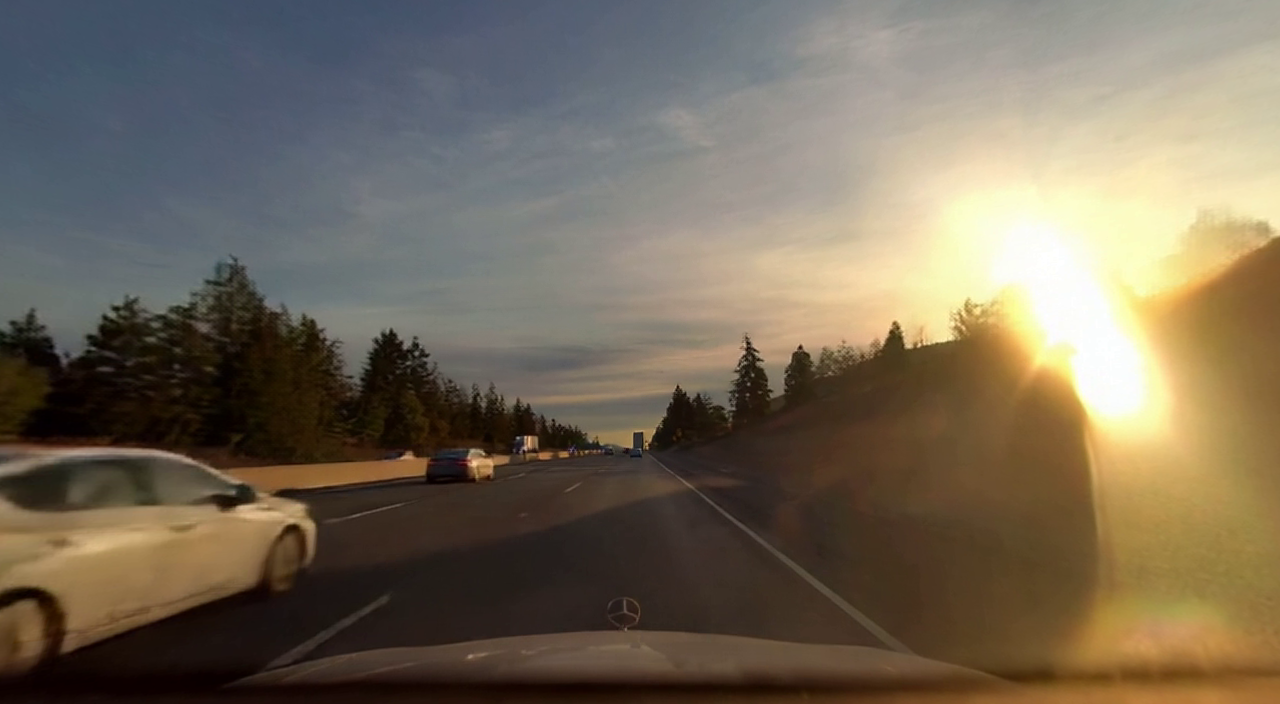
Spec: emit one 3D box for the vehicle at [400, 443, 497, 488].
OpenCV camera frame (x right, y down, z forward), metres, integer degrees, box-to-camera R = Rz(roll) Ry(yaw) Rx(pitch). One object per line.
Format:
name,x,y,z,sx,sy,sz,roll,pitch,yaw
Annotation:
vehicle,-7.425,4.462,25.083,2.179,1.577,5.070,0,-9,1

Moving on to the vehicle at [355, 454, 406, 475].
vehicle,-19.245,8.372,46.978,1.892,1.447,4.377,0,-9,1

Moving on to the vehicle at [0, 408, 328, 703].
vehicle,-3.873,1.190,3.937,1.893,1.521,3.742,0,-9,0
